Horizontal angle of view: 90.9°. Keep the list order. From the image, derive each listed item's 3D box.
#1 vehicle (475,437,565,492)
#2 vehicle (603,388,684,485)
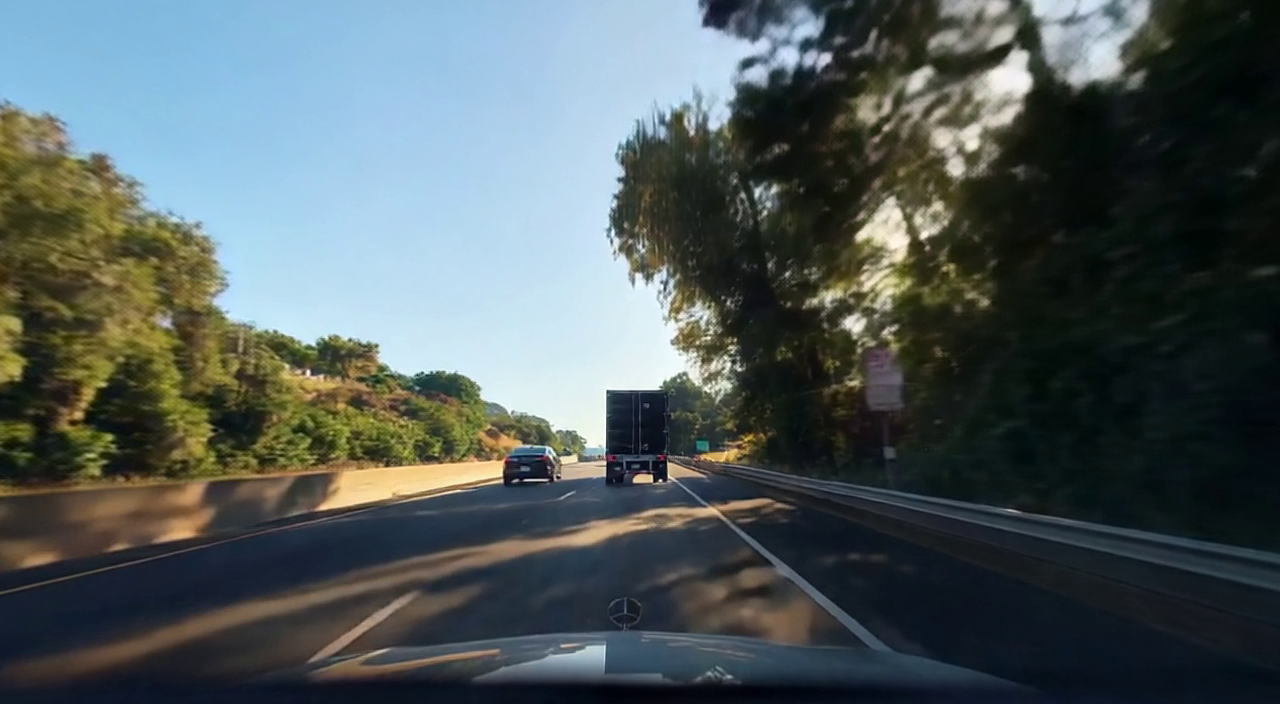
[{"bbox_3d":[-3.908,3.767,21.376,2.160,1.661,4.388,0,-9,0],"label":"vehicle"},{"bbox_3d":[0.003,3.750,27.328,2.913,3.530,8.648,0,-9,-2],"label":"vehicle"}]
